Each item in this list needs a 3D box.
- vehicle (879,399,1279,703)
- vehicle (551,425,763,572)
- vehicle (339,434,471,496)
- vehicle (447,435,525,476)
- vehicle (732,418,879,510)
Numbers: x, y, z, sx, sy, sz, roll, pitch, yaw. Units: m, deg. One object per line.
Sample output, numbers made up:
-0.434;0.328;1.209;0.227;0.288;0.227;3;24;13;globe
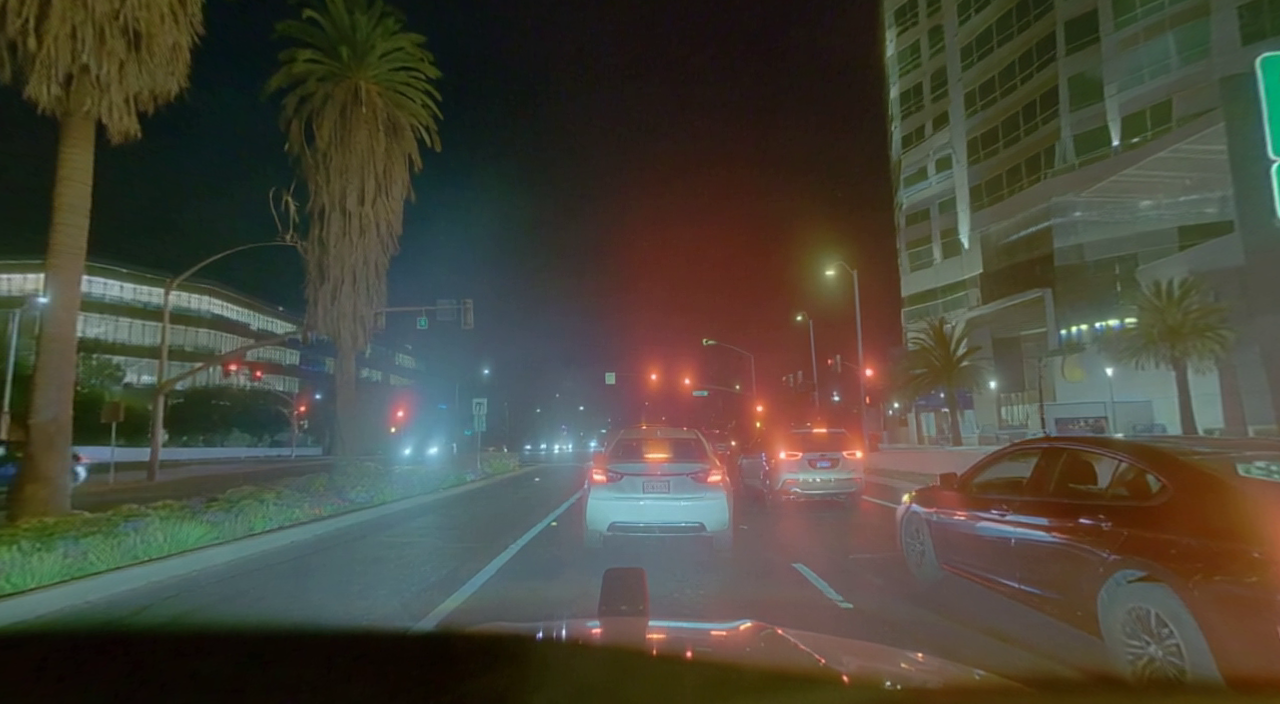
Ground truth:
3.544;1.226;4.473;1.910;1.490;4.661;0;-8;1;vehicle
0.183;1.788;8.463;2.140;1.474;4.026;0;-8;0;vehicle
-6.250;3.046;17.363;1.900;1.487;4.165;0;-8;2;vehicle
-6.034;4.098;25.225;1.822;1.456;4.396;-1;-8;2;vehicle
3.505;2.467;14.305;2.169;1.751;4.276;0;-8;0;vehicle
